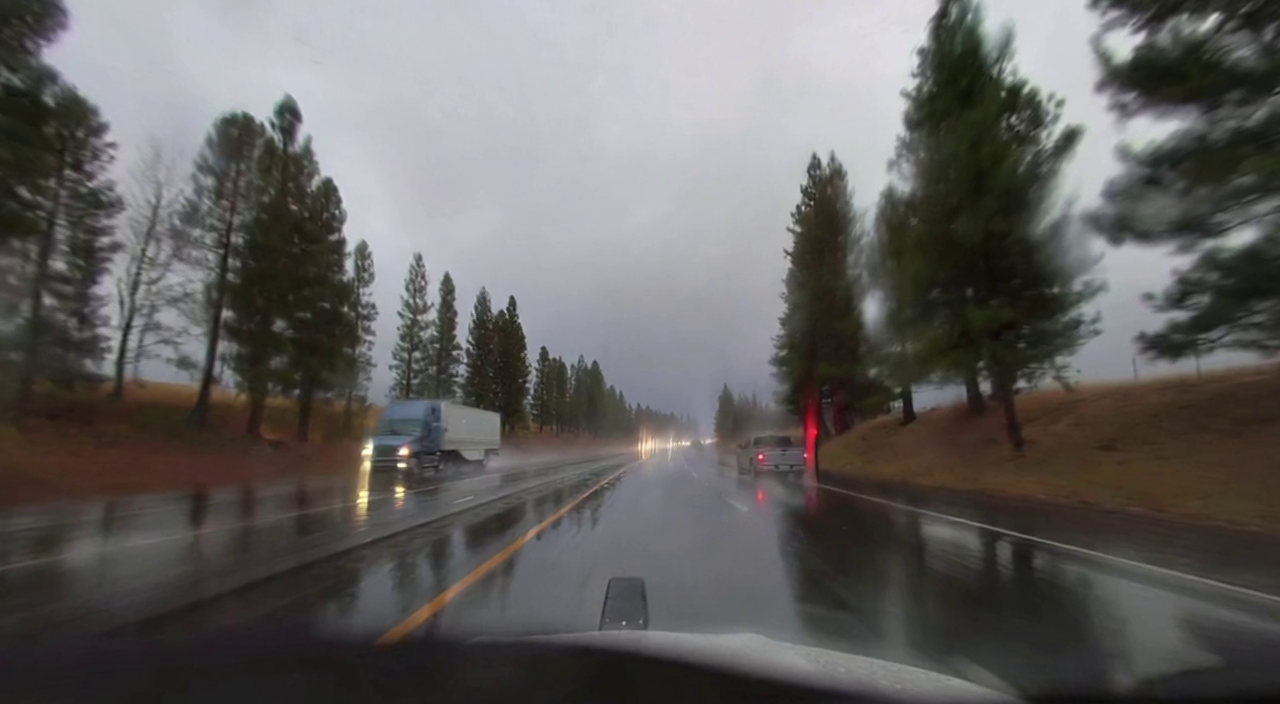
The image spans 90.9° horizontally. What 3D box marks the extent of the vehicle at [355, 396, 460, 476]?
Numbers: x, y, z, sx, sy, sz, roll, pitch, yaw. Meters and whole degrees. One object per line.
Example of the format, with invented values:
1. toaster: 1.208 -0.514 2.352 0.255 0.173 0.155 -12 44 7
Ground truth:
1. vehicle: -12.798 4.773 35.585 2.992 4.036 7.069 0 -8 1

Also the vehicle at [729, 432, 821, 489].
1. vehicle: 4.468 3.682 21.734 2.098 1.703 4.862 0 -8 0
